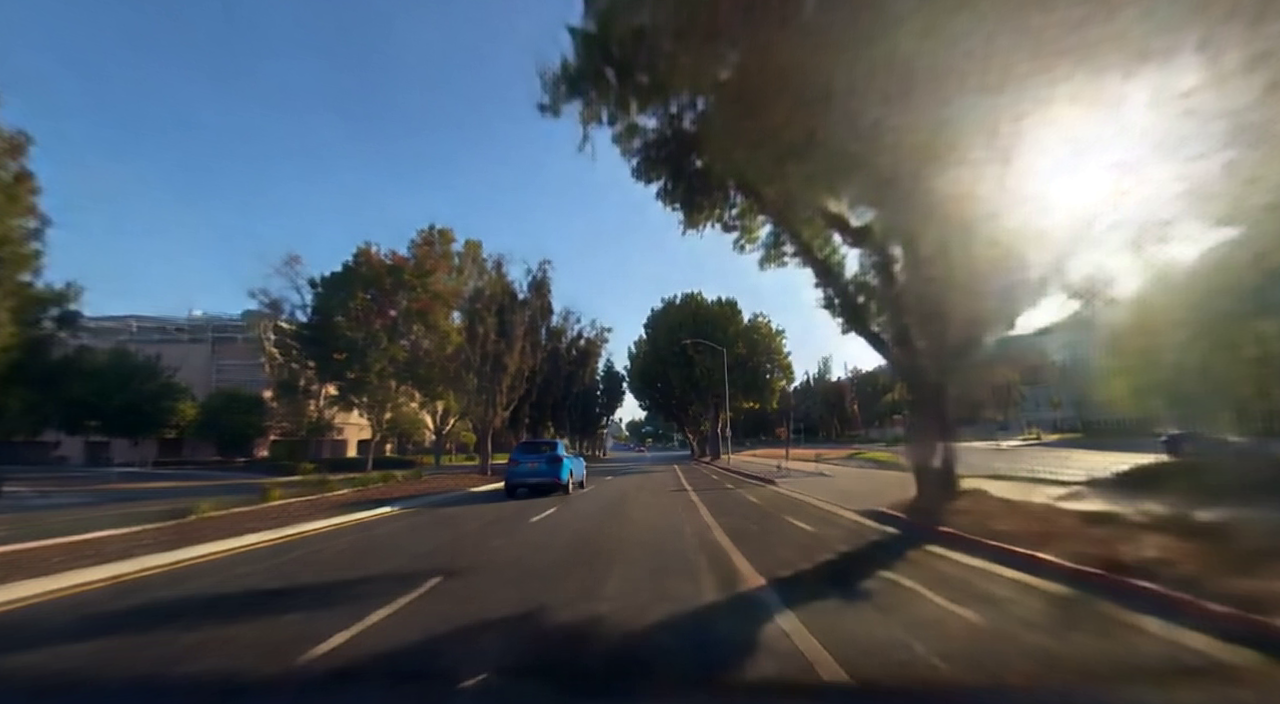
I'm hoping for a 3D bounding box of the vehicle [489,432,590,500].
[{"bbox_3d":[-2.761,3.277,18.506,2.121,1.724,4.392,0,-9,2],"label":"vehicle"}]

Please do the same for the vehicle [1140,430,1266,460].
[{"bbox_3d":[32.590,5.388,36.683,5.239,1.663,1.977,0,-9,1],"label":"vehicle"}]
